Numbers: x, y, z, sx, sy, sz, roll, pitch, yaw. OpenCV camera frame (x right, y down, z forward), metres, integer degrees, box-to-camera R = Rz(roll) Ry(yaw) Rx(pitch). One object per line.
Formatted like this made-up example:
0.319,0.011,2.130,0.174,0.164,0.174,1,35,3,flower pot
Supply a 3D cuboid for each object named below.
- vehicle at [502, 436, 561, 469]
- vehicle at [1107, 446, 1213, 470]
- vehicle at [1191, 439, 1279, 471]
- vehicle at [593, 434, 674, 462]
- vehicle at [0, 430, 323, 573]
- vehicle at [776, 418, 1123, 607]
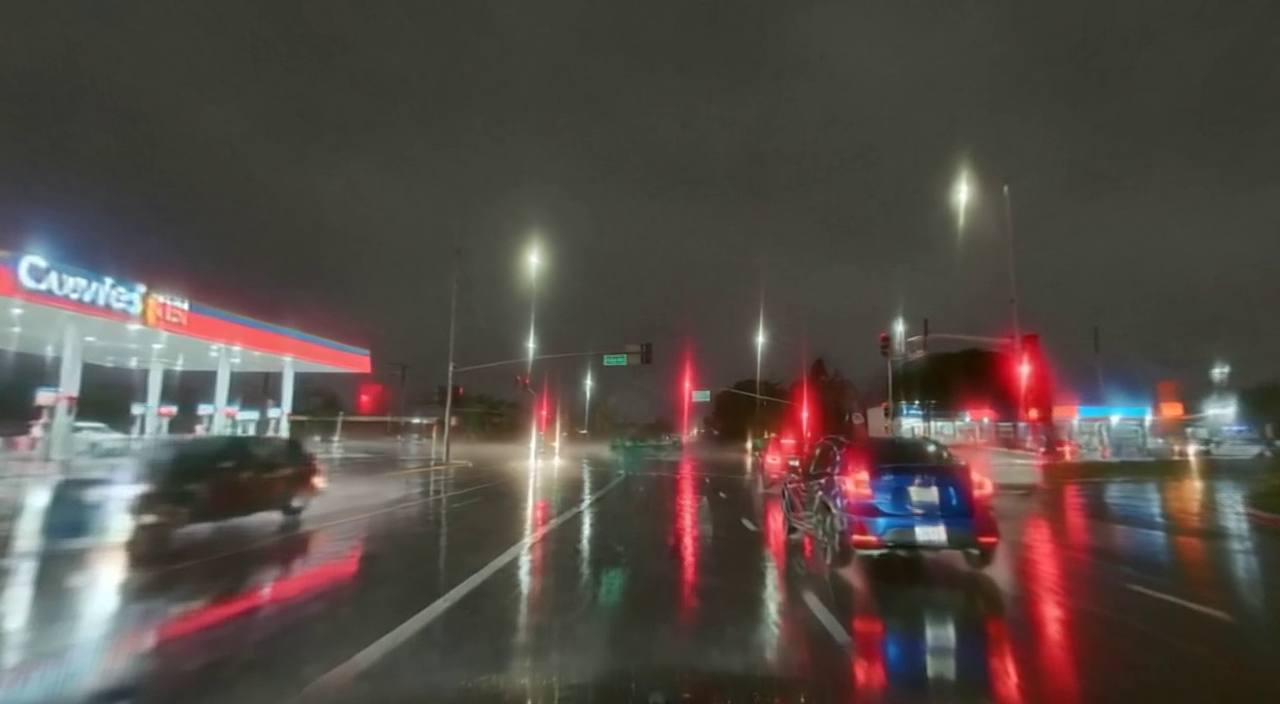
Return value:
-6.008,5.504,34.669,2.196,1.696,4.484,3,-9,-22,vehicle
33.214,6.785,40.505,4.792,1.467,1.831,-3,-9,18,vehicle
33.238,5.555,34.202,4.568,1.643,1.911,-3,-9,19,vehicle
-0.452,6.372,41.906,5.107,1.775,1.992,-6,-10,32,vehicle
-6.634,1.914,8.922,1.917,1.487,4.411,-1,-8,1,vehicle
3.004,1.650,7.441,1.995,1.525,4.392,0,-9,2,vehicle
